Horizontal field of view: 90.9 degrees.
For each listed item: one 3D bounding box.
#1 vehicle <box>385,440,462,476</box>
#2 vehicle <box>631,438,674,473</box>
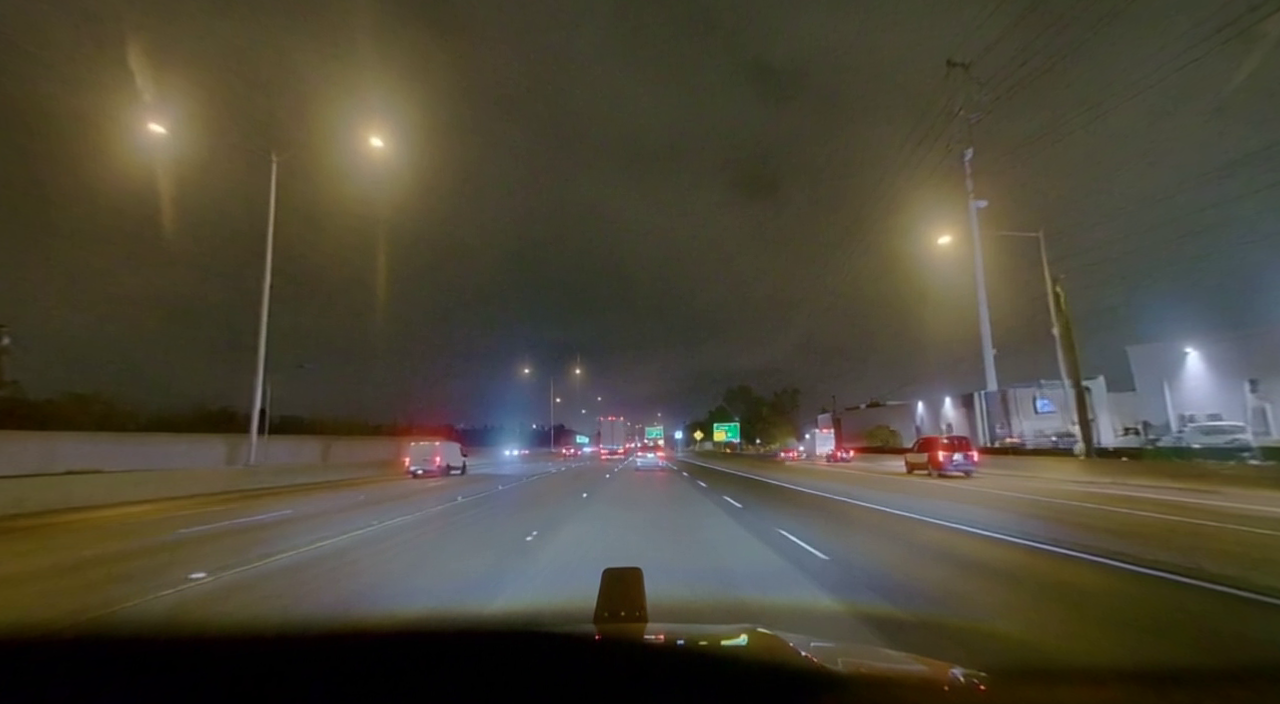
[{"bbox_3d":[-10.839,5.327,31.982,2.097,1.673,4.730,0,-8,2],"label":"vehicle"},{"bbox_3d":[0.664,5.767,35.451,2.279,1.837,4.747,0,-8,0],"label":"vehicle"}]
